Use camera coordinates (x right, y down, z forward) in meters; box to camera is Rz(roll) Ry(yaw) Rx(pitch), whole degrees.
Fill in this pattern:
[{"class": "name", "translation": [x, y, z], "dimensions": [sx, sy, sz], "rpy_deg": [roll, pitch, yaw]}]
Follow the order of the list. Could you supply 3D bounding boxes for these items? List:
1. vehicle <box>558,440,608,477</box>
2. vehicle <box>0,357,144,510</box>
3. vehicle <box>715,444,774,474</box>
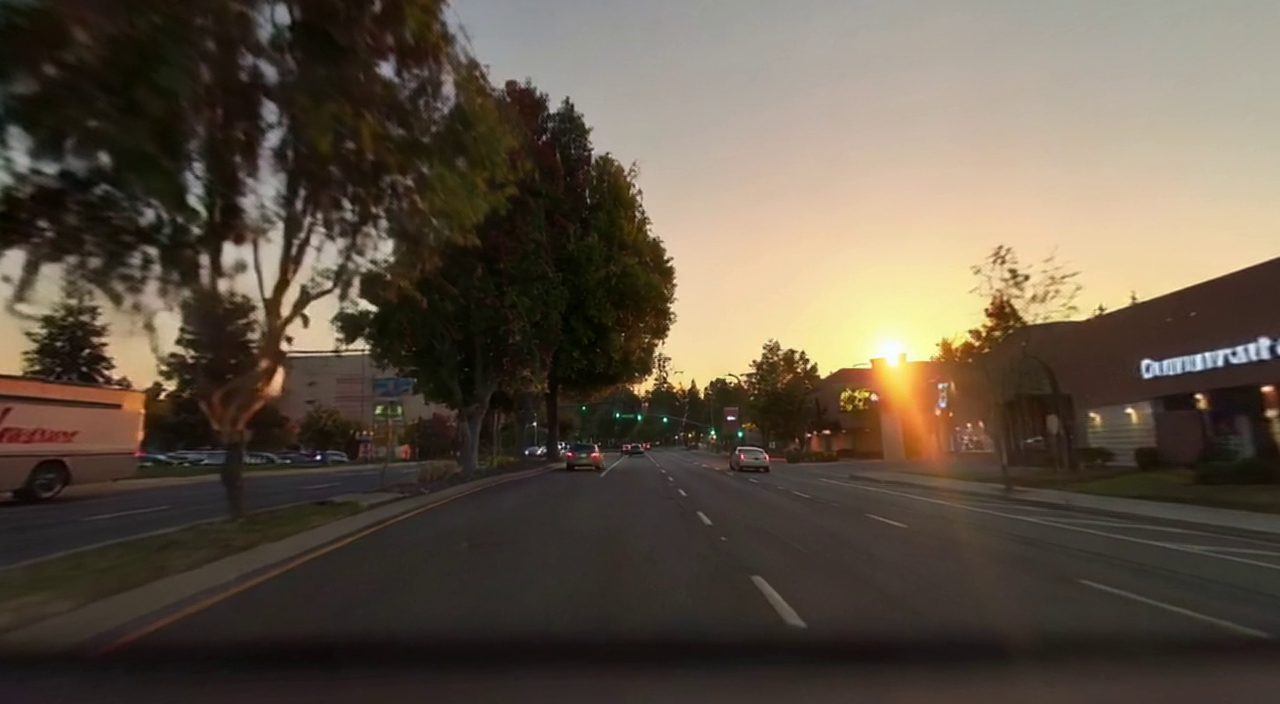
[{"class": "vehicle", "translation": [-2.564, 4.843, 29.140], "dimensions": [2.072, 1.545, 4.578], "rpy_deg": [1, -8, -3]}, {"class": "vehicle", "translation": [-19.203, 1.705, 13.803], "dimensions": [3.133, 4.167, 16.699], "rpy_deg": [0, -8, 0]}, {"class": "vehicle", "translation": [5.529, 5.714, 34.093], "dimensions": [2.075, 1.475, 4.571], "rpy_deg": [1, -8, -4]}]
